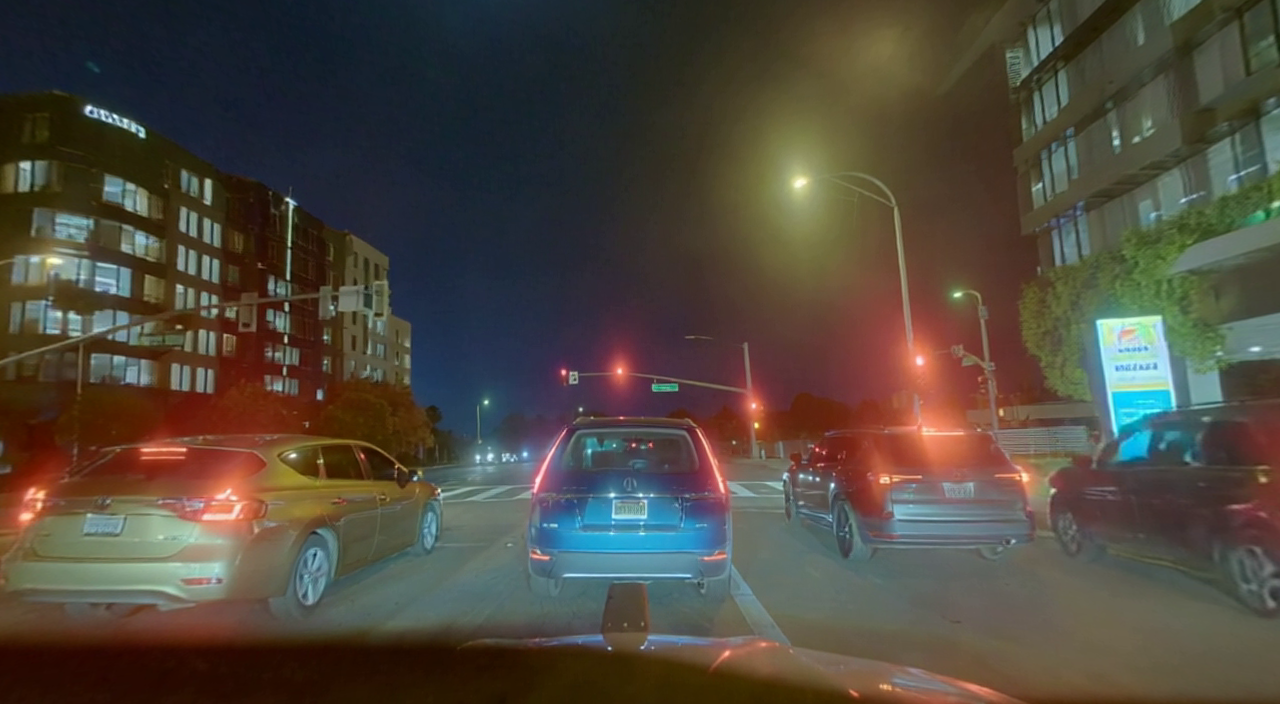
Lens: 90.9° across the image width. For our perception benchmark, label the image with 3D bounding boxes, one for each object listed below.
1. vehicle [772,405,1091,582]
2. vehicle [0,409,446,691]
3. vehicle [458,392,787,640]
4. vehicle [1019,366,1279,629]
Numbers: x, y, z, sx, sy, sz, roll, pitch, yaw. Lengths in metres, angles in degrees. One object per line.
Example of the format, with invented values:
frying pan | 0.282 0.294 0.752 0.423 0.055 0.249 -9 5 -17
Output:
vehicle | 3.216 1.665 8.256 2.004 1.646 4.554 0 -8 0
vehicle | -3.550 1.423 5.817 1.906 1.524 4.547 0 -8 2
vehicle | -0.126 1.418 6.442 2.195 1.662 4.262 0 -8 0
vehicle | 5.742 1.240 5.890 2.081 1.790 4.839 -1 -9 10
